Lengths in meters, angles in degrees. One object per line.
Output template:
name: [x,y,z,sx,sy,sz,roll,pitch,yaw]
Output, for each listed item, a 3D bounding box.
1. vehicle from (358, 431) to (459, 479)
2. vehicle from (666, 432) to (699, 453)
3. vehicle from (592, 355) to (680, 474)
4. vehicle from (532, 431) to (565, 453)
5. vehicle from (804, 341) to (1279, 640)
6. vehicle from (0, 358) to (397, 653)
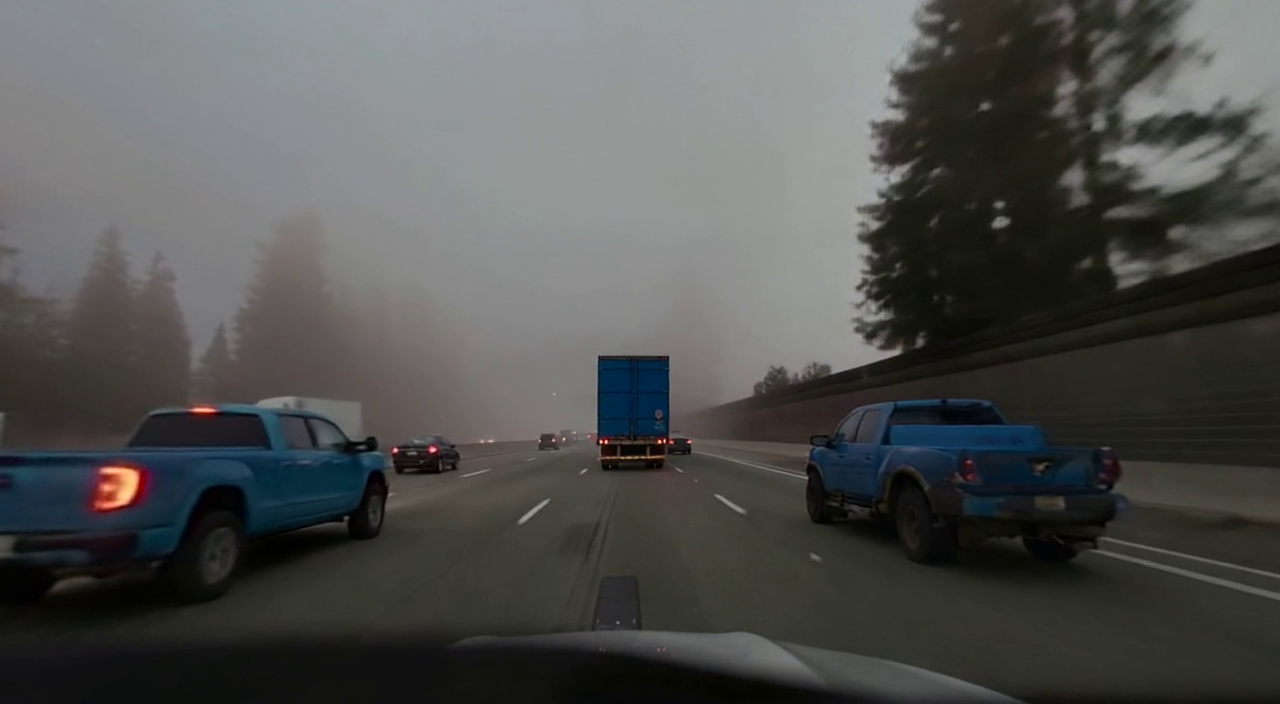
vehicle: [-7.918,3.526,21.944,2.059,1.500,4.001,0,-8,-1]
vehicle: [3.226,6.919,48.388,2.044,1.508,4.716,0,-8,-2]
vehicle: [-0.452,2.769,26.128,2.904,3.915,10.473,0,-8,-3]
vehicle: [-7.130,7.041,49.225,2.134,1.650,4.133,0,-8,-2]
vehicle: [3.457,1.167,6.388,2.118,1.832,4.901,0,-8,-2]
vehicle: [-4.243,1.201,5.988,2.134,1.752,4.375,0,-8,-1]
